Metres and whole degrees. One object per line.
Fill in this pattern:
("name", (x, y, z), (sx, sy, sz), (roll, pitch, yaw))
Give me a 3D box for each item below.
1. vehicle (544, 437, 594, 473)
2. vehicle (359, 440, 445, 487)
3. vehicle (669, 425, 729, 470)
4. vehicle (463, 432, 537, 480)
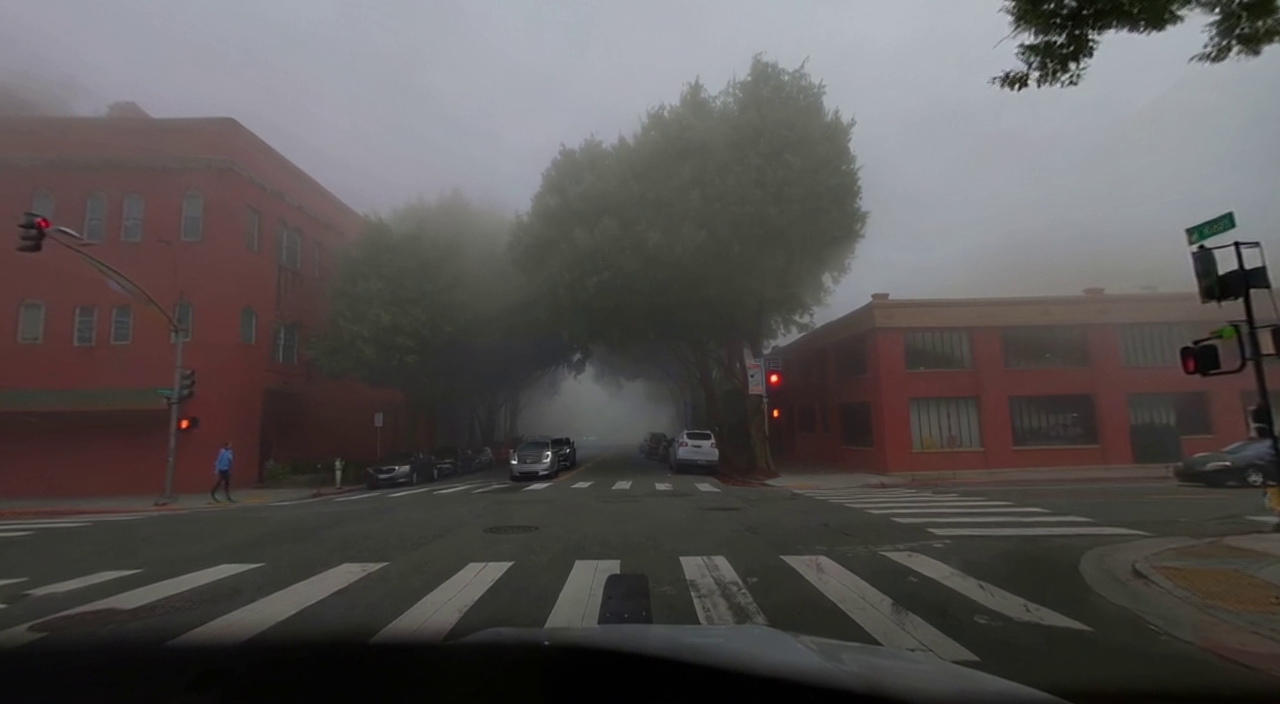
("vehicle", (-3.296, 4.852, 29.879), (2.033, 1.596, 4.142), (0, -8, -2))
("vehicle", (-9.917, 4.651, 26.696), (2.216, 1.804, 4.526), (1, -8, -5))
("vehicle", (3.071, 5.155, 34.146), (2.557, 2.188, 5.164), (0, -8, -2))
("vehicle", (-5.987, 4.499, 27.577), (2.242, 1.887, 4.924), (0, -8, -2))
